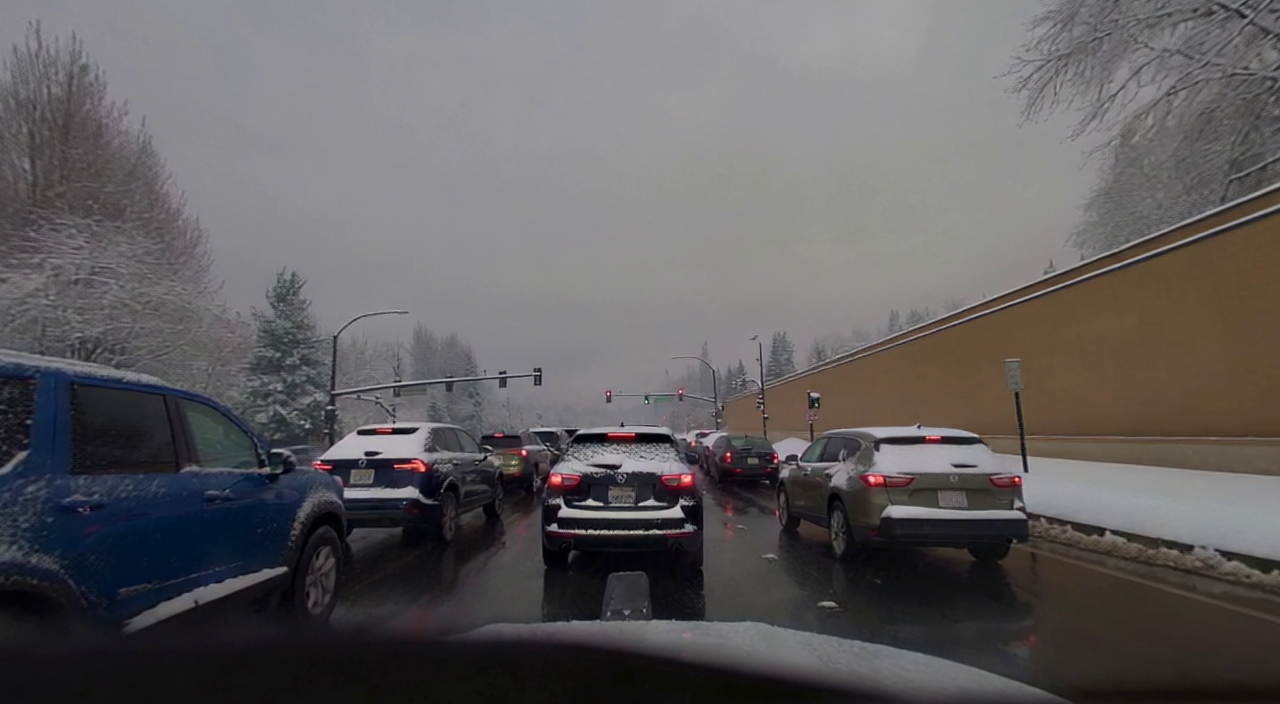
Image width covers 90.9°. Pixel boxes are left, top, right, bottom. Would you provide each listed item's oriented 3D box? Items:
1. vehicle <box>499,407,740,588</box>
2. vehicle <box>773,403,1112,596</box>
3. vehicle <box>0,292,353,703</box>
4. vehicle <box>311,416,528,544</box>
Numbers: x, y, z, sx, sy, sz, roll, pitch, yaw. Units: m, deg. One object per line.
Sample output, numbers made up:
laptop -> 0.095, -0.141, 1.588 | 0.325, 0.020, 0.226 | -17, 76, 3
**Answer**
vehicle -> -0.157, 1.655, 7.933 | 2.245, 1.677, 3.913 | 0, -8, 1
vehicle -> 3.142, 1.621, 7.799 | 2.029, 1.702, 4.281 | 0, -8, 0
vehicle -> -3.519, 0.830, 3.100 | 2.070, 1.913, 4.450 | 0, -8, 0
vehicle -> -3.496, 2.126, 11.166 | 2.067, 1.759, 4.631 | 0, -8, 1
